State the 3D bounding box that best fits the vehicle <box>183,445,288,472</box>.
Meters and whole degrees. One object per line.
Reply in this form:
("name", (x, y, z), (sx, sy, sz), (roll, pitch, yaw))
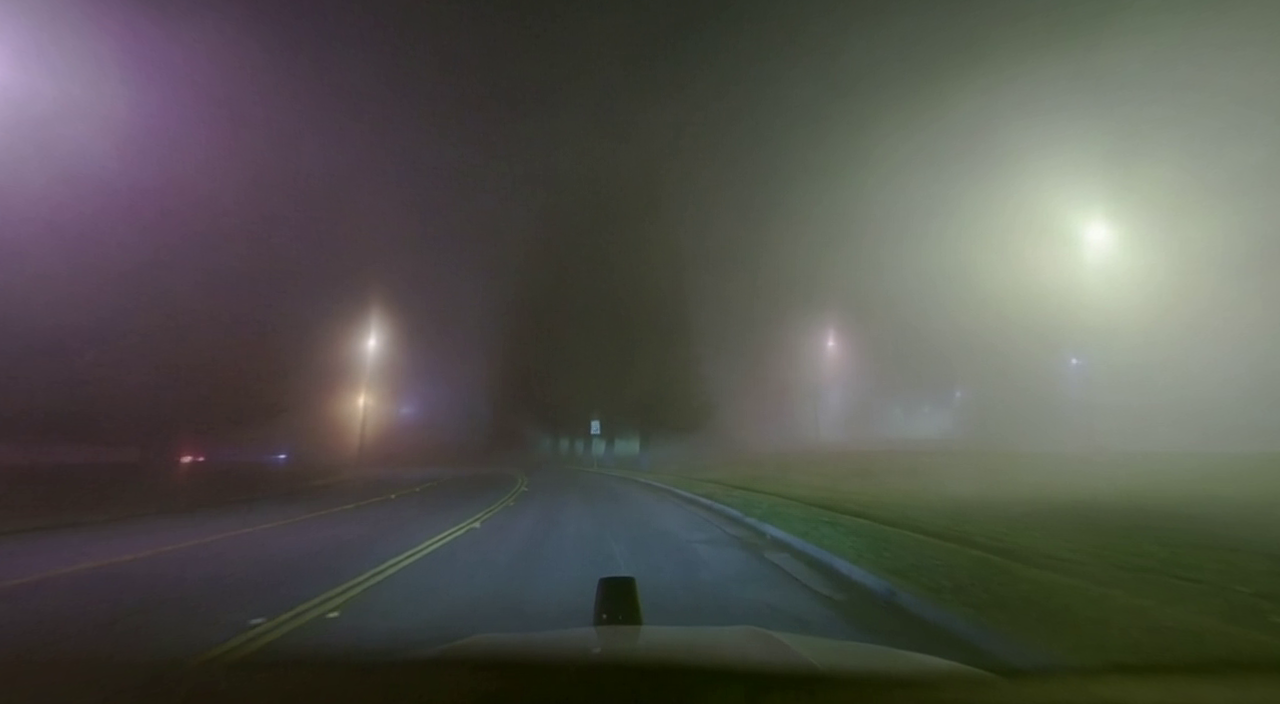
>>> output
("vehicle", (-28.145, 7.473, 44.236), (5.613, 1.775, 2.357), (3, -9, -14))
